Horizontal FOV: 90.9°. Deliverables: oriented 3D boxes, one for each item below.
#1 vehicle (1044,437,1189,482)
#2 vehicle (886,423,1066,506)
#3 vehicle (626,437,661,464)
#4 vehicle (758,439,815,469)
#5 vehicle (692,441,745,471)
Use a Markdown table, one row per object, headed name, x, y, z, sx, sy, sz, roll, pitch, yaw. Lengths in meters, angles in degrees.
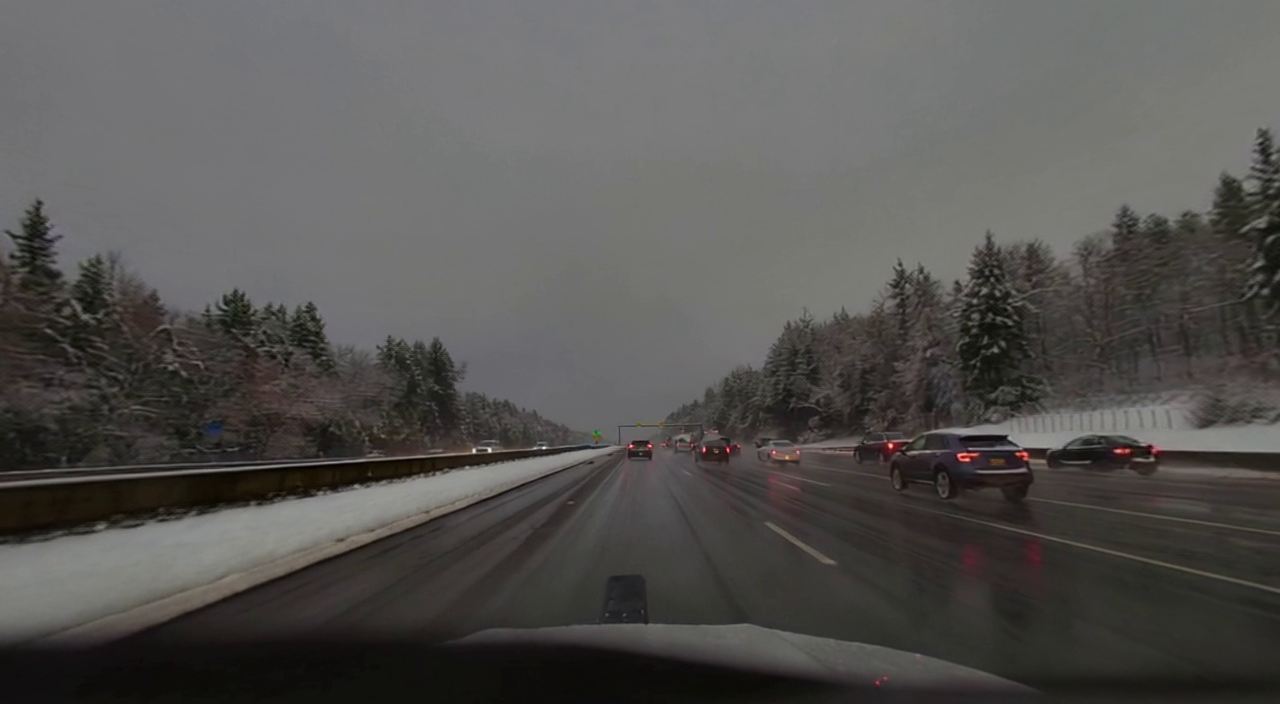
| name | x | y | z | sx | sy | sz | roll | pitch | yaw |
| --- | --- | --- | --- | --- | --- | --- | --- | --- | --- |
| vehicle | 17.163 | 3.873 | 23.062 | 1.908 | 1.468 | 4.457 | 0 | -8 | 2 |
| vehicle | 7.842 | 2.652 | 15.308 | 1.986 | 1.703 | 4.226 | 0 | -8 | 0 |
| vehicle | 0.233 | 6.374 | 40.795 | 2.124 | 1.639 | 4.122 | 0 | -8 | 0 |
| vehicle | 7.727 | 5.401 | 33.628 | 1.919 | 1.476 | 4.303 | 0 | -8 | -1 |
| vehicle | 3.962 | 5.328 | 32.674 | 2.118 | 1.438 | 4.312 | 0 | -8 | -1 |
